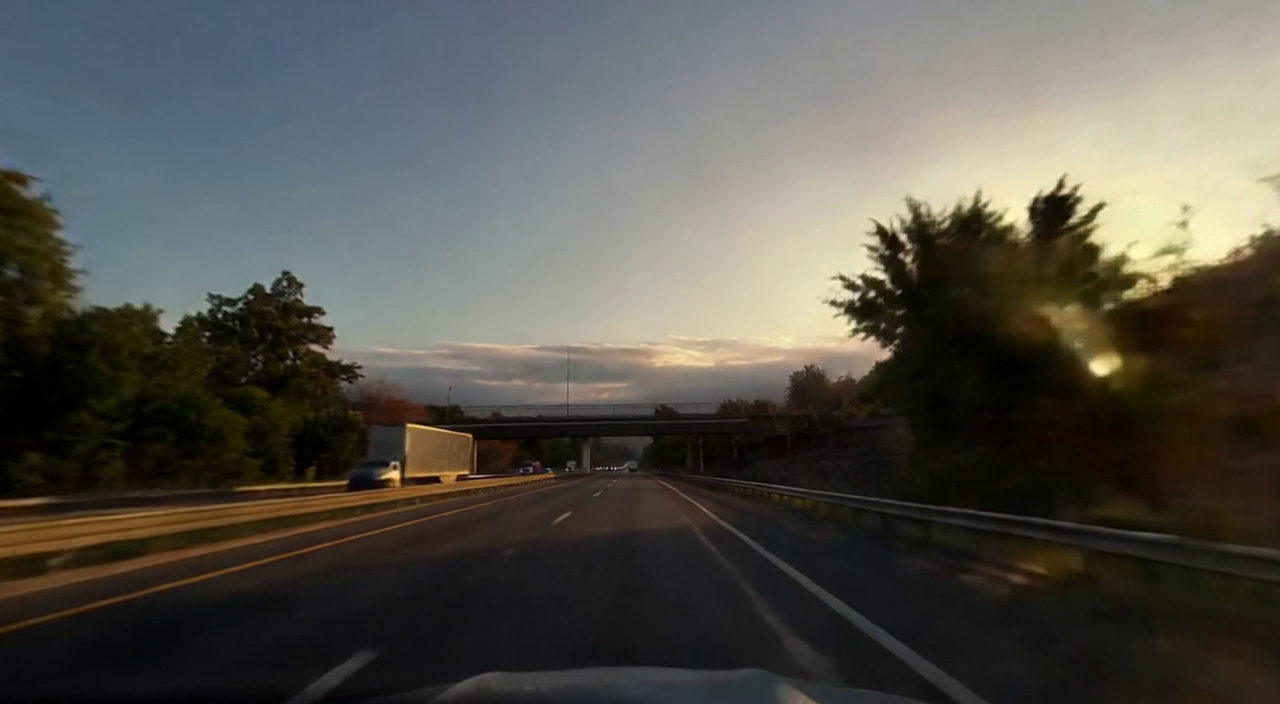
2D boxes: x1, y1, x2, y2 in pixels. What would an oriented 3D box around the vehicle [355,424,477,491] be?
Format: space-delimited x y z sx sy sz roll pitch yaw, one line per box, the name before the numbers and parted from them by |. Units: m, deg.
vehicle | -16.170 8.096 47.787 3.208 4.122 16.588 1 -10 0
